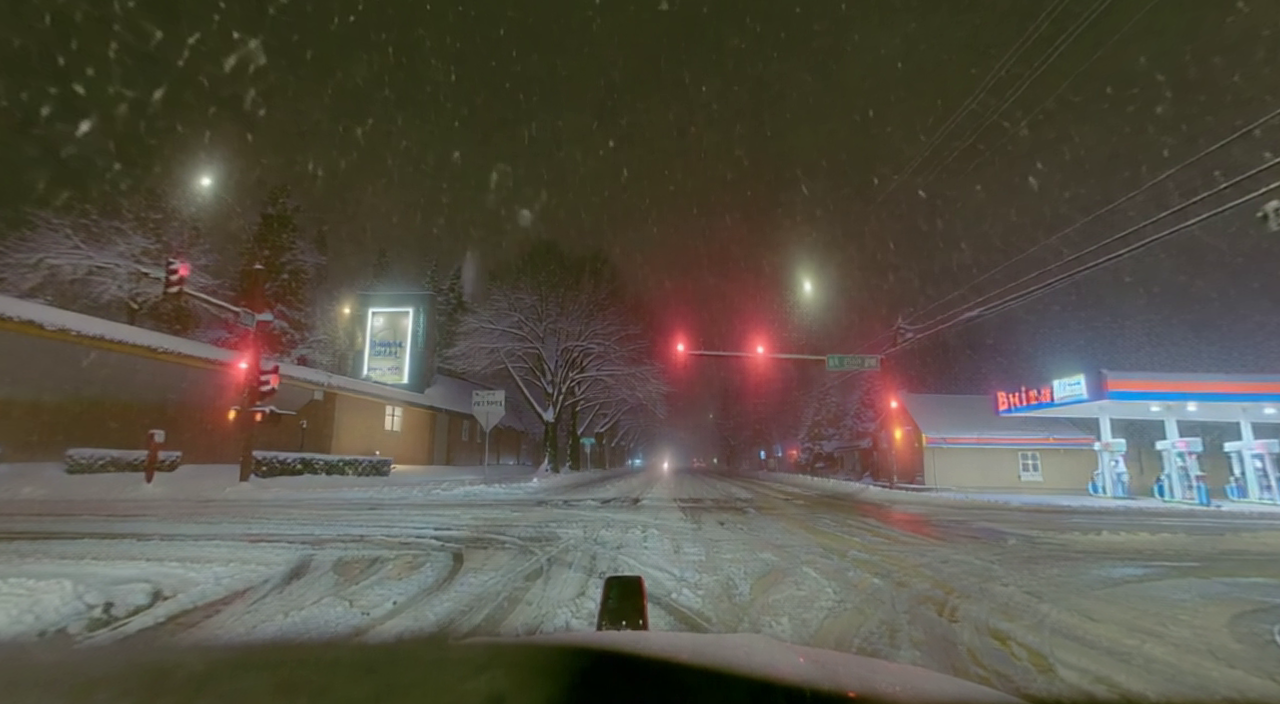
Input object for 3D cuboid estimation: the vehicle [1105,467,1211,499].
[{"bbox_3d":[28.010,7.073,34.309,1.897,1.466,4.211,1,-8,-6],"label":"vehicle"}]
